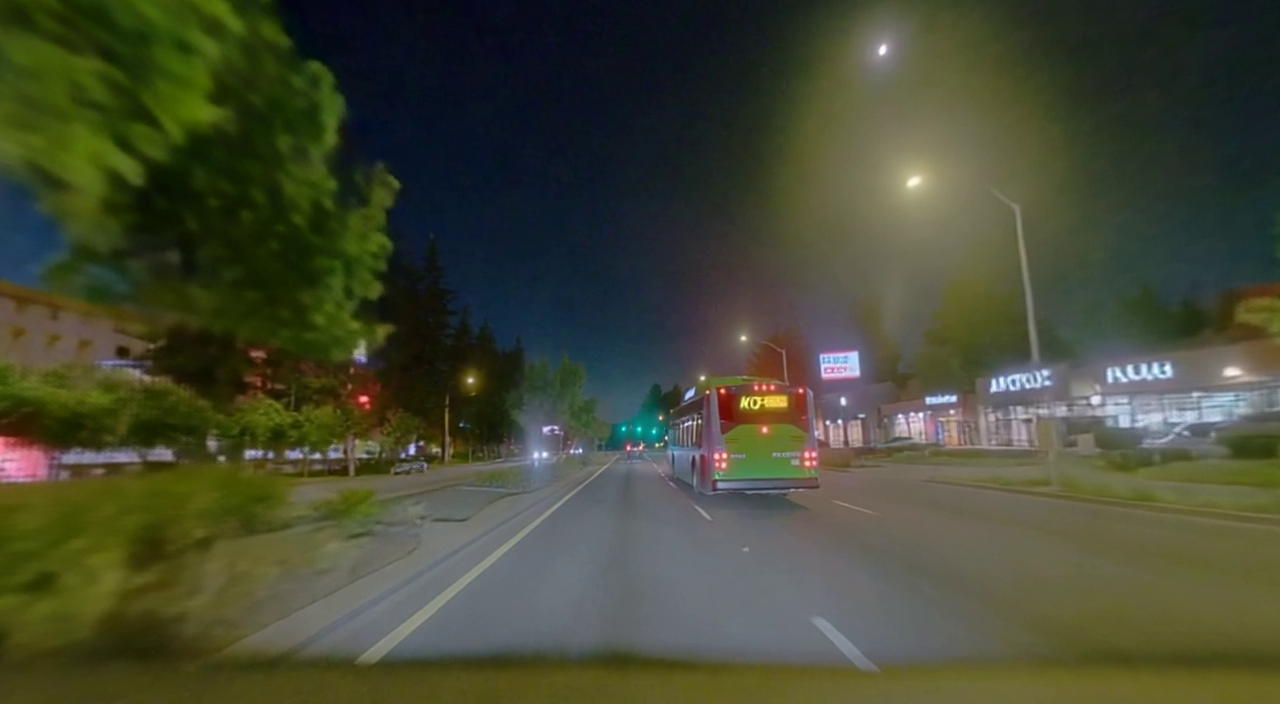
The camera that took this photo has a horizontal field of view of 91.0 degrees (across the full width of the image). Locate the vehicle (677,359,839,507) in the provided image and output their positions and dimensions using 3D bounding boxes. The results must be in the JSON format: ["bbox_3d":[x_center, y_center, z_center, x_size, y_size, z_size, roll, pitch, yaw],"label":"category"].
[{"bbox_3d":[2.907,2.478,18.808,2.766,3.306,9.281,0,-8,-2],"label":"vehicle"}]
